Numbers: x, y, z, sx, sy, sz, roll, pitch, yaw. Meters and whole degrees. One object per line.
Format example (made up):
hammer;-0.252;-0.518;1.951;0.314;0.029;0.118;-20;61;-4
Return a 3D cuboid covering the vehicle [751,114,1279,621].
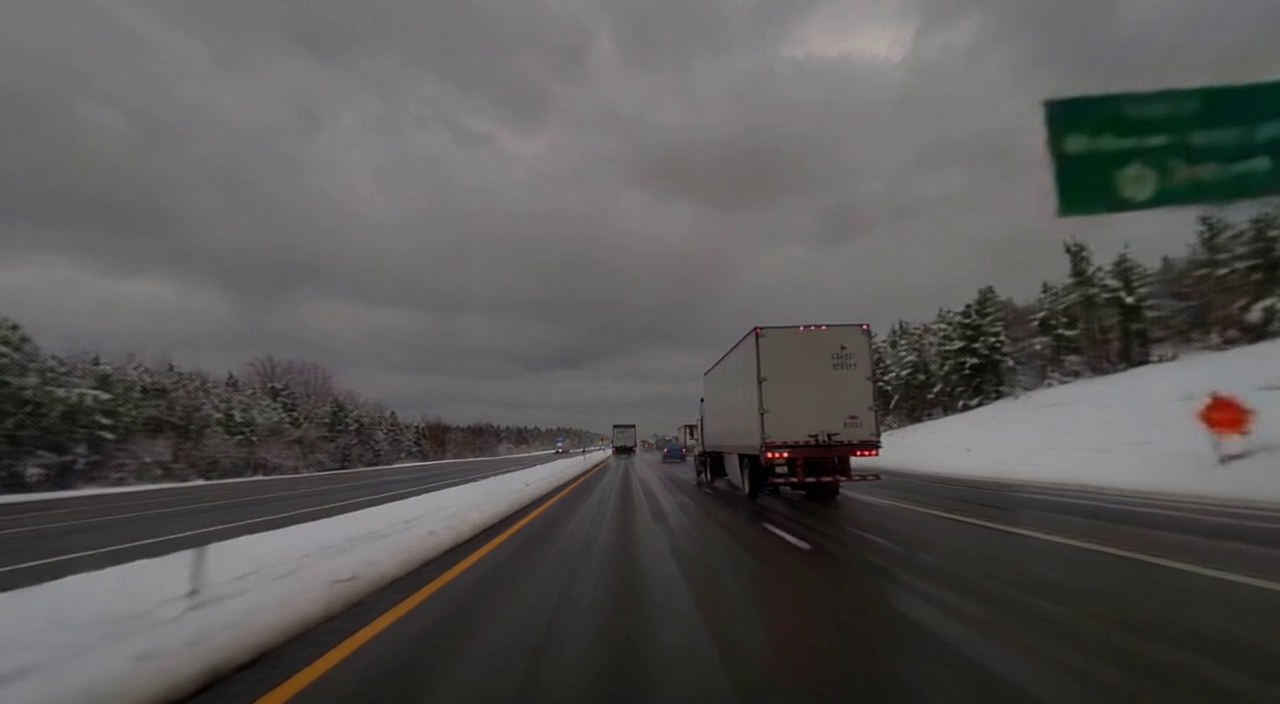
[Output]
vehicle;3.891;0.639;9.222;2.816;4.086;8.486;0;-9;-1

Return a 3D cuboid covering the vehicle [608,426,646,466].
vehicle;-0.889;7.052;46.896;2.506;2.743;6.093;0;-9;2

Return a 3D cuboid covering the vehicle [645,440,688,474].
vehicle;1.499;5.593;33.531;2.127;1.642;3.899;-1;-9;5
